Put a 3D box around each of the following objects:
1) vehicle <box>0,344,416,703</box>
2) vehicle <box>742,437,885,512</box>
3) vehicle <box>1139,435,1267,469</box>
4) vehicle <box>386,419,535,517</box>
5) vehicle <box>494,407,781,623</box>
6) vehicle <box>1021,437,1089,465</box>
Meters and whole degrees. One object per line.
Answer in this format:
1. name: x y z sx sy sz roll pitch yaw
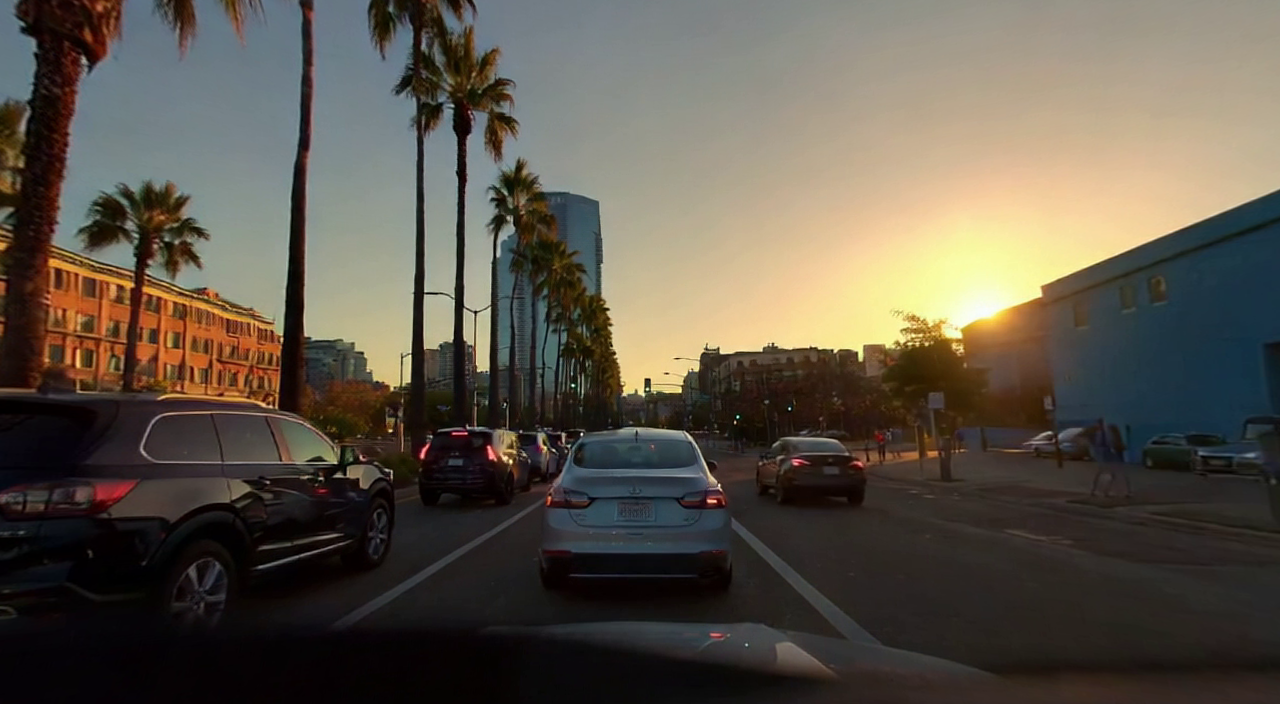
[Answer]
1. vehicle: -3.536 1.144 5.019 1.914 1.741 4.398 0 -8 -1
2. vehicle: 3.825 2.786 14.875 1.982 1.480 4.572 0 -8 -1
3. vehicle: 25.464 4.533 28.644 3.914 1.427 1.779 -2 -8 5
4. vehicle: -3.476 2.325 13.080 1.840 1.684 4.041 0 -8 1
5. vehicle: -0.046 1.521 6.866 2.114 1.585 4.285 0 -8 -1
6. vehicle: 26.045 6.247 39.705 1.882 1.672 3.957 -1 -9 7
